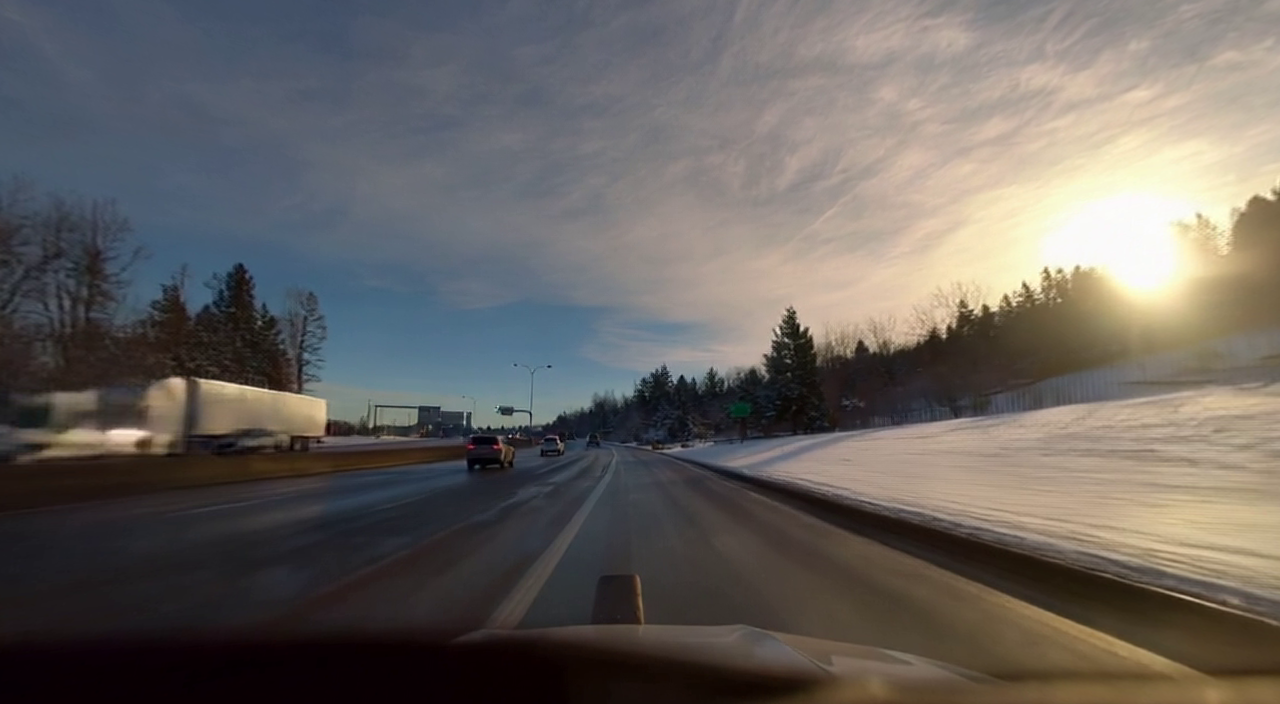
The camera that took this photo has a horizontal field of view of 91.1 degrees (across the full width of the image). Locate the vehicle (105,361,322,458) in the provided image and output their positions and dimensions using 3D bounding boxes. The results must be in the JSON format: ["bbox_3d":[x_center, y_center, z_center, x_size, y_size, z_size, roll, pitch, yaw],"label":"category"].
[{"bbox_3d":[-25.329,4.136,39.258,2.985,4.013,15.061,6,-12,0],"label":"vehicle"}]

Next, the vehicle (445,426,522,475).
[{"bbox_3d":[-6.680,4.255,27.512,2.188,1.896,4.810,0,-8,-1],"label":"vehicle"}]

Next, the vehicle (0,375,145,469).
[{"bbox_3d":[-18.198,2.138,18.701,2.308,2.474,5.555,0,-8,1],"label":"vehicle"}]

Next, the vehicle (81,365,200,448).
[{"bbox_3d":[-25.131,2.821,31.825,3.013,3.630,2.793,6,-11,-3],"label":"vehicle"}]
